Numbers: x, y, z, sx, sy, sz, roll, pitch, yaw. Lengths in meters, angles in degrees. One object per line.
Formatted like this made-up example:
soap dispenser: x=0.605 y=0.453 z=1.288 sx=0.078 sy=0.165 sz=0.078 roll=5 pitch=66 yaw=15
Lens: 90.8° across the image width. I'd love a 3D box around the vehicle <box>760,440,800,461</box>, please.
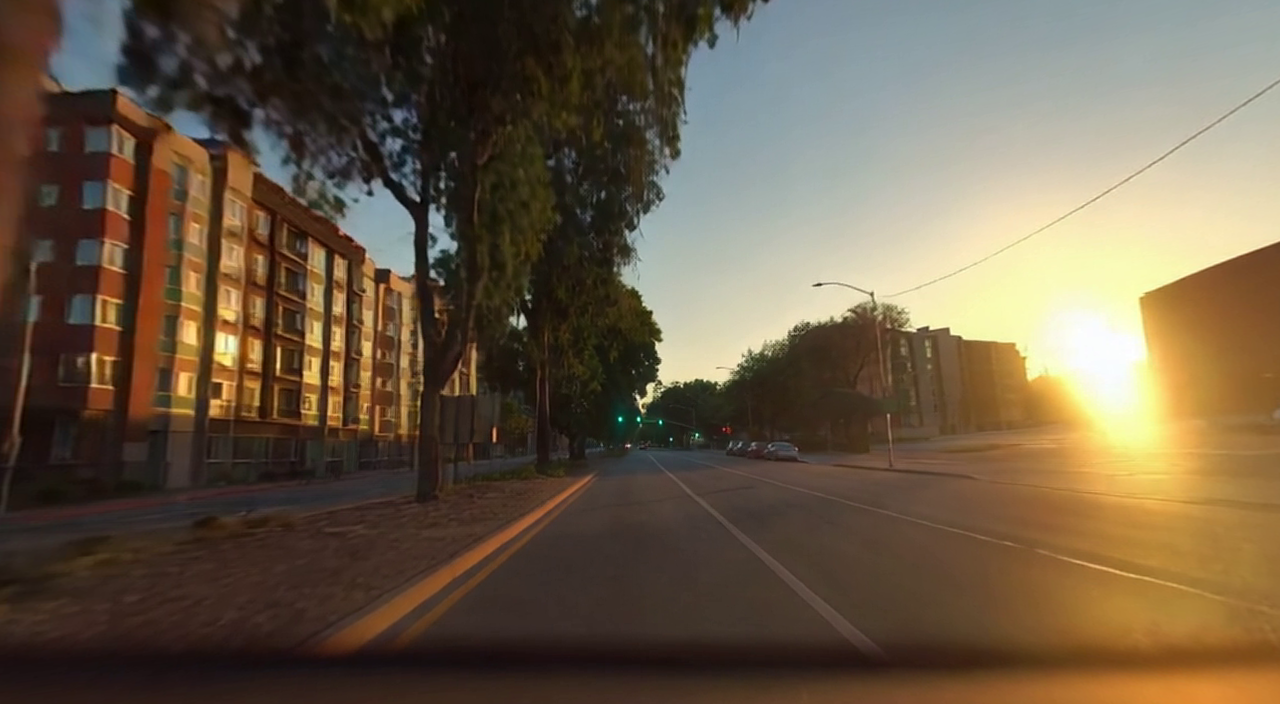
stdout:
vehicle: x=10.329 y=7.316 z=46.947 sx=1.956 sy=1.462 sz=4.306 roll=0 pitch=-9 yaw=-1
